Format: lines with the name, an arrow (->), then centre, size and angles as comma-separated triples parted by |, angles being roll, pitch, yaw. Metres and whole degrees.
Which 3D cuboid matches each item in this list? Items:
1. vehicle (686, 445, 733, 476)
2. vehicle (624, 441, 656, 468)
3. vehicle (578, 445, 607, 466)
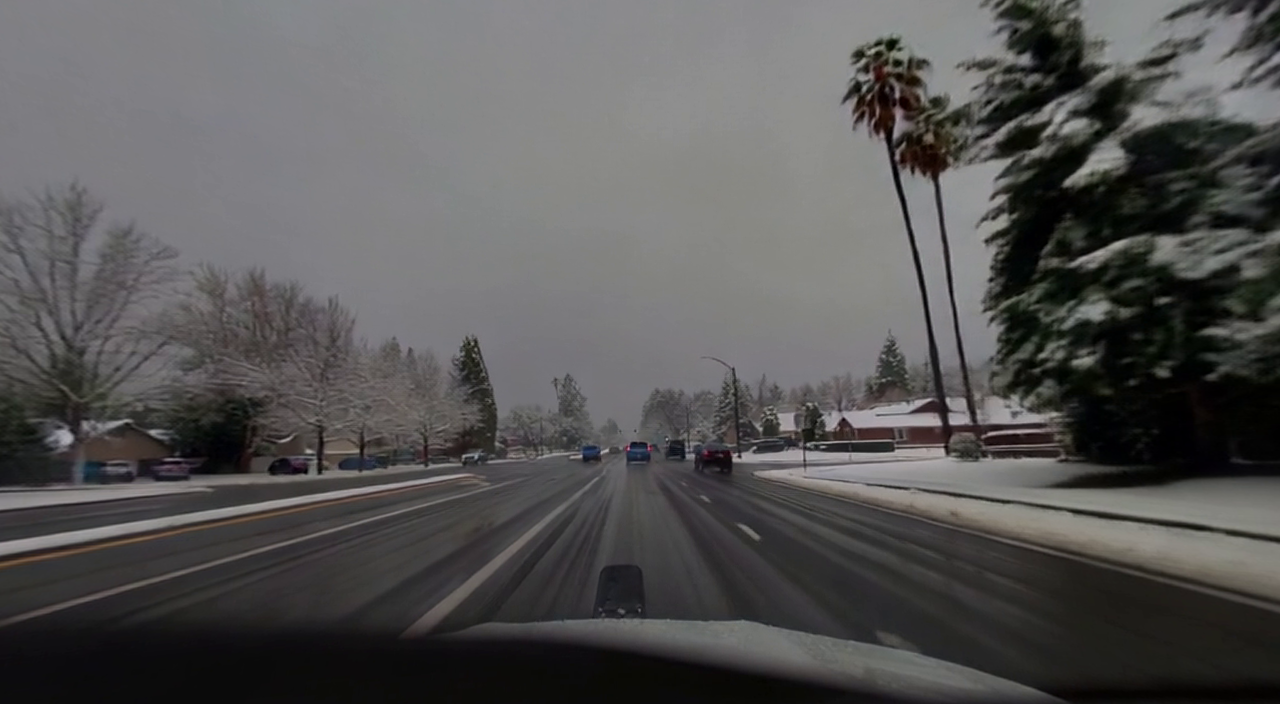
vehicle -> 3.425, 5.423, 31.892 | 1.830, 1.451, 4.009 | 0, -8, -1
vehicle -> -0.038, 6.979, 43.247 | 2.043, 1.734, 4.253 | 0, -8, -1
vehicle -> -3.608, 7.940, 48.701 | 2.000, 1.569, 3.794 | 0, -8, -1
